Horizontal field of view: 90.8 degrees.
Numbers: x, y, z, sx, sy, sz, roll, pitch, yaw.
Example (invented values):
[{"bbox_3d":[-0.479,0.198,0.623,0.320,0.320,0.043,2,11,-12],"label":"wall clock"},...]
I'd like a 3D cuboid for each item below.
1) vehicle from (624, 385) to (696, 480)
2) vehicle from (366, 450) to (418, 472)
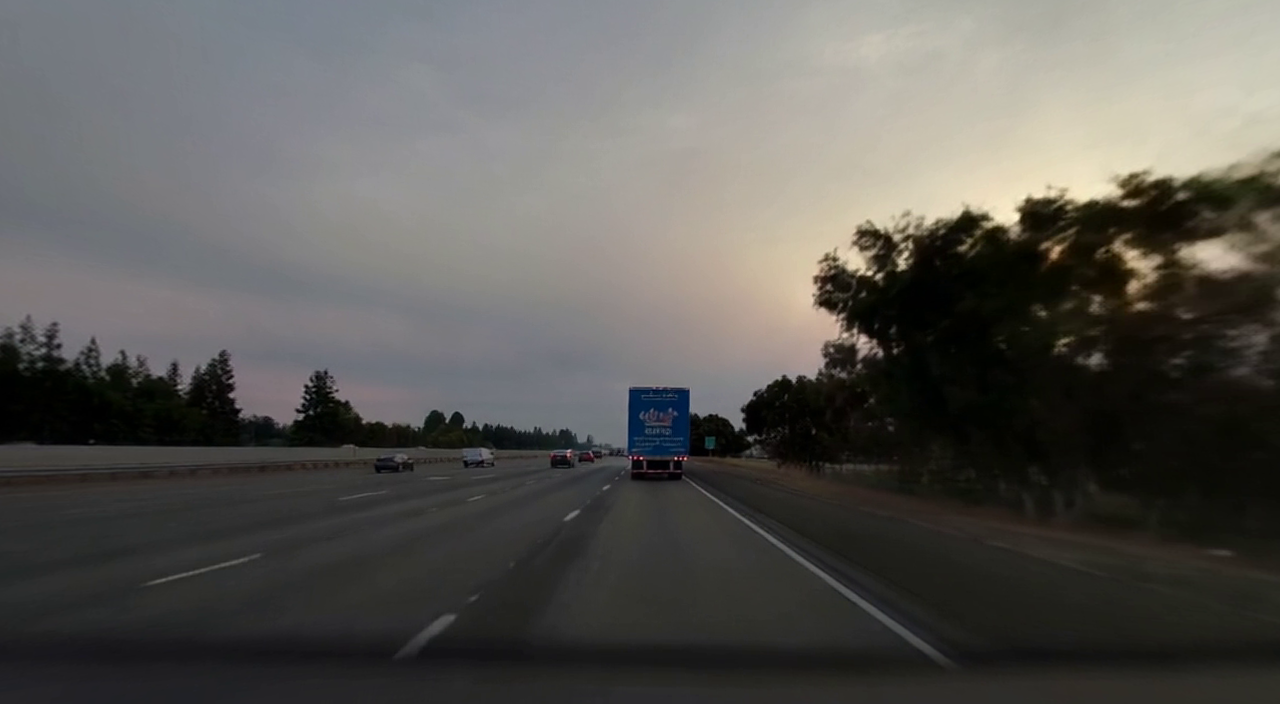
[{"bbox_3d":[0.827,4.713,35.409,3.140,4.100,15.551,1,-9,0],"label":"vehicle"},{"bbox_3d":[-17.567,7.740,44.989,1.901,1.485,4.279,0,-9,1],"label":"vehicle"}]
